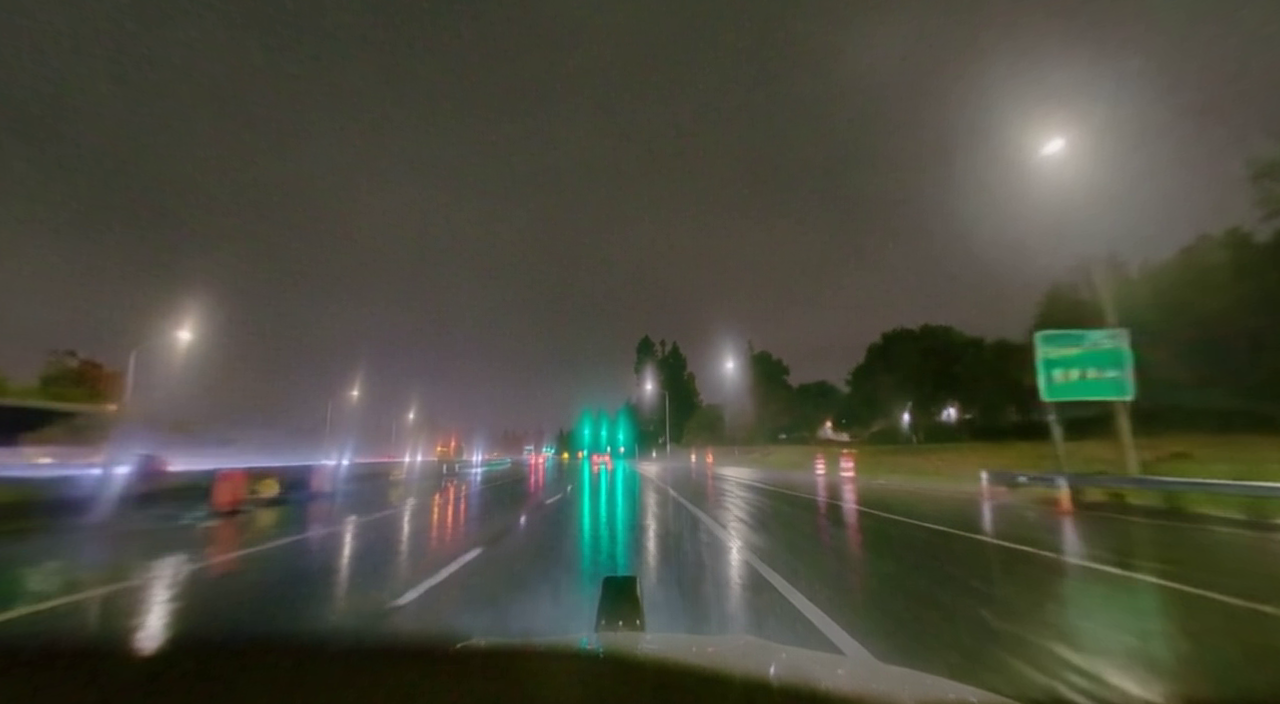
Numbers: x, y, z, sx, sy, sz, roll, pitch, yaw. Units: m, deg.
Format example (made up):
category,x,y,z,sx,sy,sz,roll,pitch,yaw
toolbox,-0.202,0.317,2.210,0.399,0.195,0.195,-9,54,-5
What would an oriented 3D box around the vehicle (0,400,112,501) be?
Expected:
category,x,y,z,sx,sy,sz,roll,pitch,yaw
vehicle,-17.261,2.314,15.051,2.750,2.474,7.300,1,-11,1
